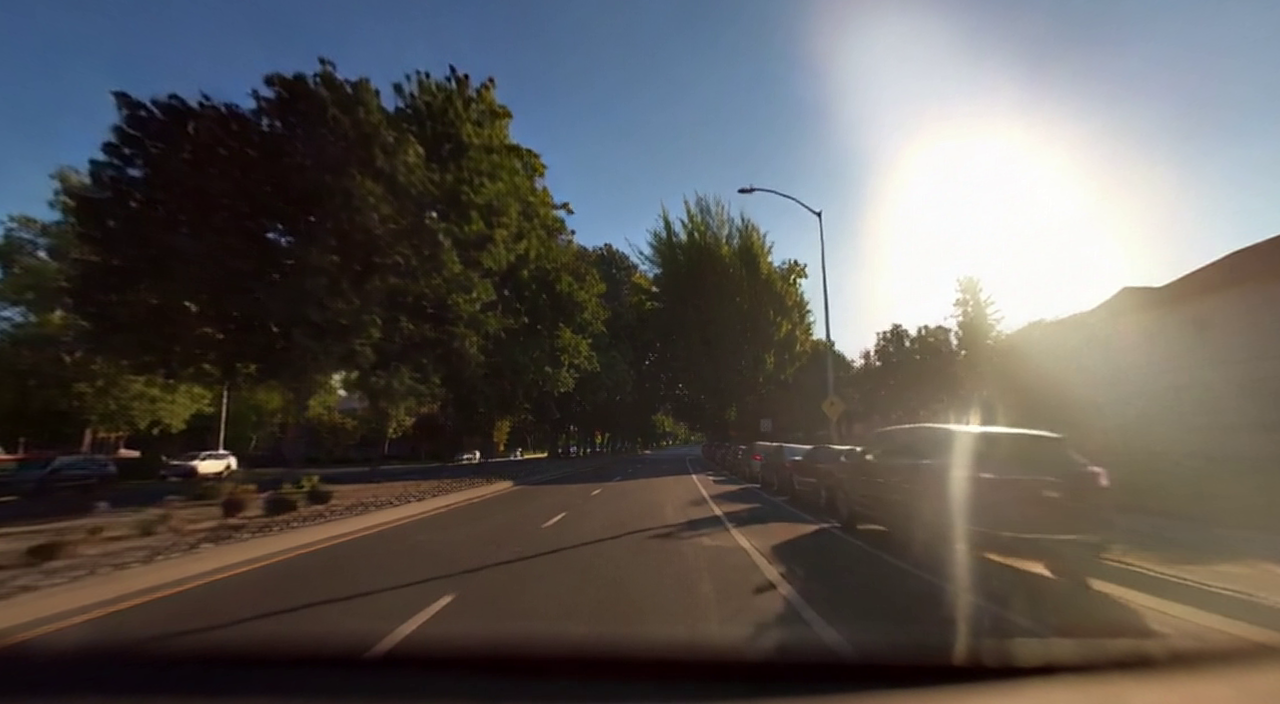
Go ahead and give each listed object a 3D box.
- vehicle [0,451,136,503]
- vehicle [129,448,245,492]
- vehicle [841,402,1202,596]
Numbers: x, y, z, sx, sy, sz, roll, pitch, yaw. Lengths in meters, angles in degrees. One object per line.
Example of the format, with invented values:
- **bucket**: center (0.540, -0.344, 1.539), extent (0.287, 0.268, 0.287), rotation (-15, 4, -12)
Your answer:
- **vehicle**: center (-23.325, 4.886, 25.231), extent (2.120, 1.824, 4.908), rotation (-1, -9, 3)
- **vehicle**: center (-22.644, 5.878, 31.906), extent (2.171, 1.745, 4.867), rotation (-2, -7, 2)
- **vehicle**: center (4.116, 1.643, 7.934), extent (2.013, 1.710, 4.403), rotation (-1, -9, 5)
